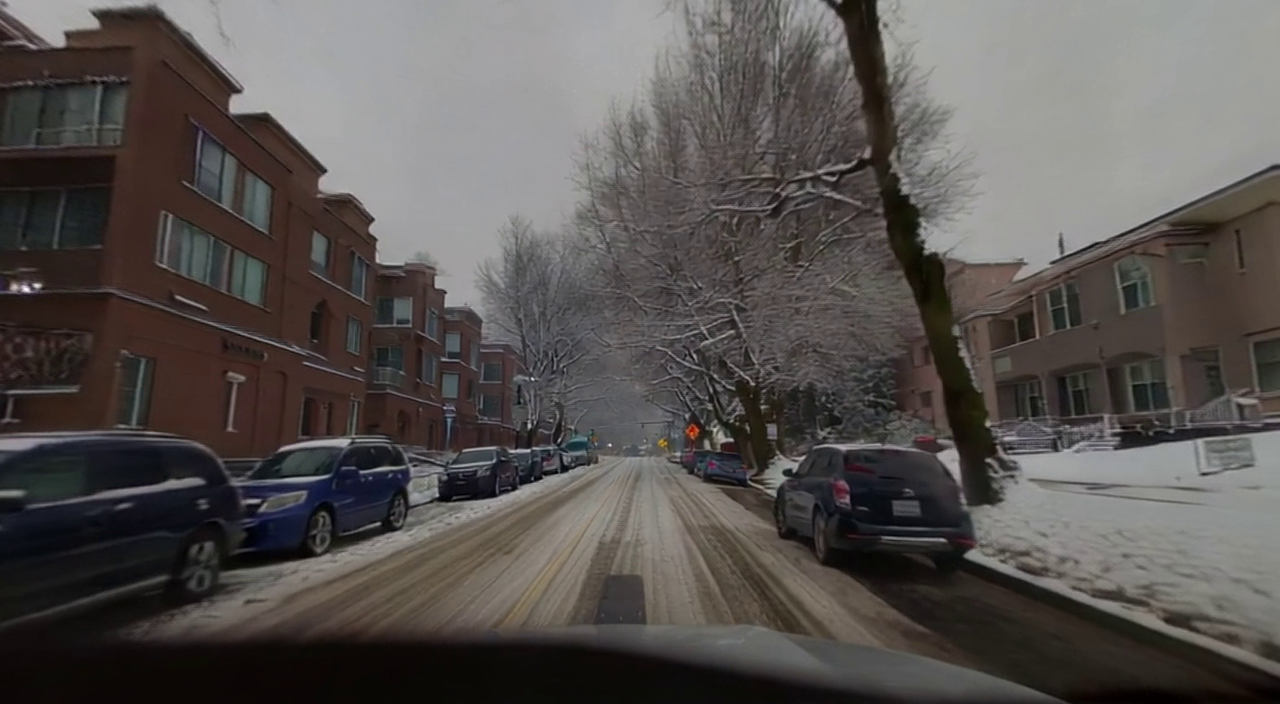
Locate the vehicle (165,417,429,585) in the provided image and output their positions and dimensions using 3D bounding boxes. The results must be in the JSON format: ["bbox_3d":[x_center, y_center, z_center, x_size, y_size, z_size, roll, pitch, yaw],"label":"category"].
[{"bbox_3d":[-5.339,2.215,10.703,1.947,1.833,4.606,-2,-2,0],"label":"vehicle"}]

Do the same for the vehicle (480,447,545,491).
[{"bbox_3d":[-4.975,4.601,25.167,1.782,1.585,3.962,0,-8,0],"label":"vehicle"}]

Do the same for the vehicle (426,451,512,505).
[{"bbox_3d":[-5.289,3.910,20.018,1.722,1.491,3.431,0,-8,1],"label":"vehicle"}]

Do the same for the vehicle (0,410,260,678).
[{"bbox_3d":[-5.344,1.396,4.744,1.934,1.810,4.687,-1,-9,2],"label":"vehicle"}]

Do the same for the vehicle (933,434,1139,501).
[{"bbox_3d":[10.120,2.963,16.410,4.001,1.594,1.914,0,-8,1],"label":"vehicle"}]

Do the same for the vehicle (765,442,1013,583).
[{"bbox_3d":[3.104,2.042,8.897,1.903,1.512,3.900,0,-8,0],"label":"vehicle"}]

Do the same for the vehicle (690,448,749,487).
[{"bbox_3d":[3.288,4.855,26.910,1.835,1.490,4.134,0,-8,-2],"label":"vehicle"}]
